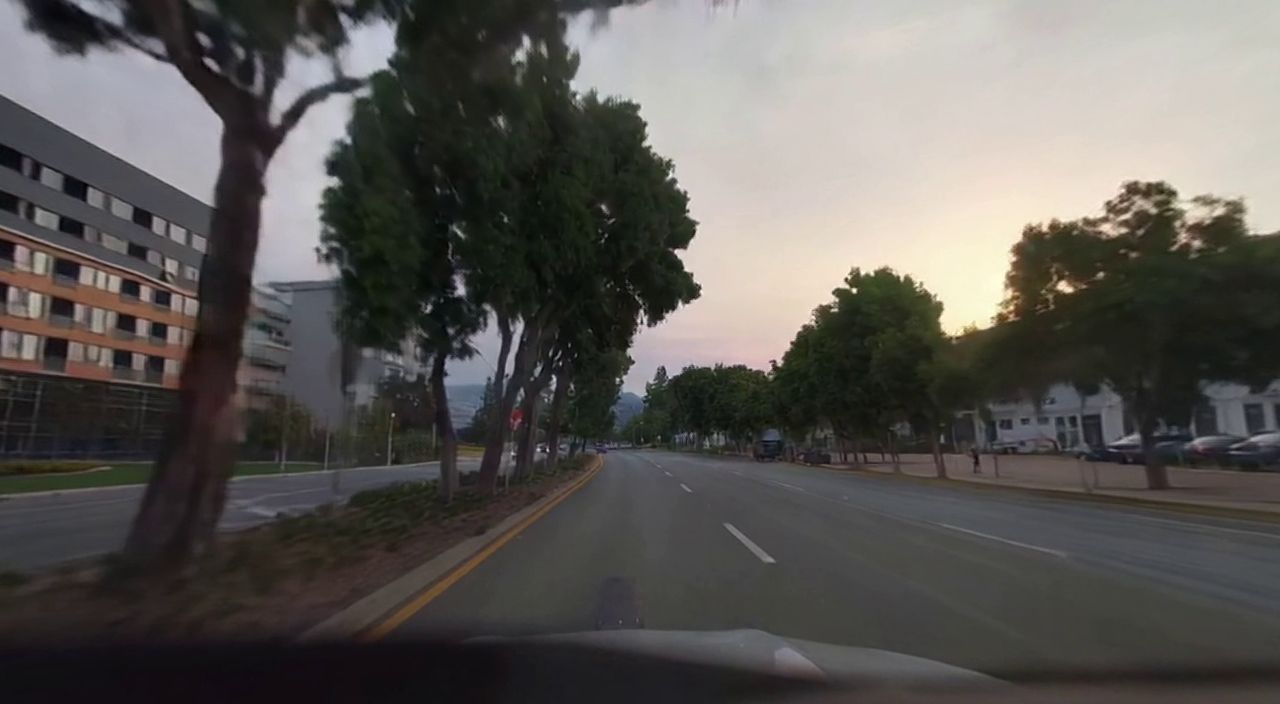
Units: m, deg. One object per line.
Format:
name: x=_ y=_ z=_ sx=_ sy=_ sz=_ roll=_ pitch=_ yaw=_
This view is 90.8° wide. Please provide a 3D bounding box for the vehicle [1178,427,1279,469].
vehicle: x=21.915 y=3.306 z=21.905 sx=4.378 sy=1.380 sz=2.099 roll=-2 pitch=-7 yaw=8
